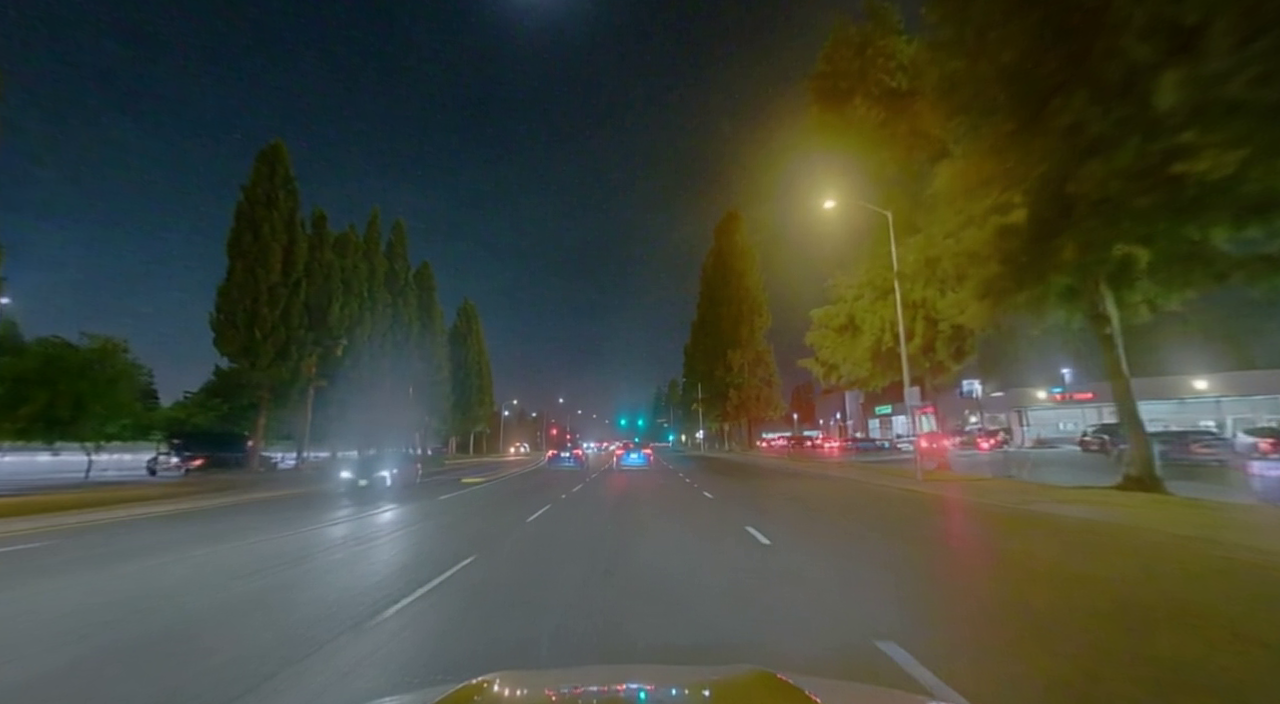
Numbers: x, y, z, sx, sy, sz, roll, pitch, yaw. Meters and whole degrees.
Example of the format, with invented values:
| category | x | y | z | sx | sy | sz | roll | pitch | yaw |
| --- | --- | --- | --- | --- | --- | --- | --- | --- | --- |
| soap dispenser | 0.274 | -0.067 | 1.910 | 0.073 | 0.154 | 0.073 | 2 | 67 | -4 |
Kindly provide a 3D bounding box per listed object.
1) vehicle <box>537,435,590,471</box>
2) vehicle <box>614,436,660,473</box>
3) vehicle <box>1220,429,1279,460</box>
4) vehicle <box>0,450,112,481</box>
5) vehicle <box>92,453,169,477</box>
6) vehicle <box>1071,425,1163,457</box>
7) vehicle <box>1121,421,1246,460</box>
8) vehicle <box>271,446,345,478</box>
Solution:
| category | x | y | z | sx | sy | sz | roll | pitch | yaw |
| --- | --- | --- | --- | --- | --- | --- | --- | --- | --- |
| vehicle | -3.861 | 5.198 | 32.372 | 2.113 | 1.713 | 4.422 | 0 | -8 | 0 |
| vehicle | -0.151 | 4.874 | 30.017 | 2.042 | 1.641 | 4.187 | 0 | -8 | 0 |
| vehicle | 34.916 | 5.091 | 34.656 | 1.903 | 1.630 | 3.895 | 0 | -8 | -2 |
| vehicle | -34.409 | 6.660 | 37.055 | 4.697 | 1.596 | 2.031 | -1 | -6 | 3 |
| vehicle | -34.259 | 7.571 | 42.224 | 3.654 | 1.375 | 1.779 | -1 | -6 | 0 |
| vehicle | 31.404 | 5.882 | 41.402 | 4.175 | 2.084 | 2.155 | 0 | -9 | 1 |
| vehicle | 30.299 | 4.987 | 35.302 | 2.225 | 1.995 | 5.253 | 0 | -9 | -1 |
| vehicle | -19.480 | 6.459 | 37.091 | 1.946 | 1.725 | 4.508 | 0 | -8 | -1 |
